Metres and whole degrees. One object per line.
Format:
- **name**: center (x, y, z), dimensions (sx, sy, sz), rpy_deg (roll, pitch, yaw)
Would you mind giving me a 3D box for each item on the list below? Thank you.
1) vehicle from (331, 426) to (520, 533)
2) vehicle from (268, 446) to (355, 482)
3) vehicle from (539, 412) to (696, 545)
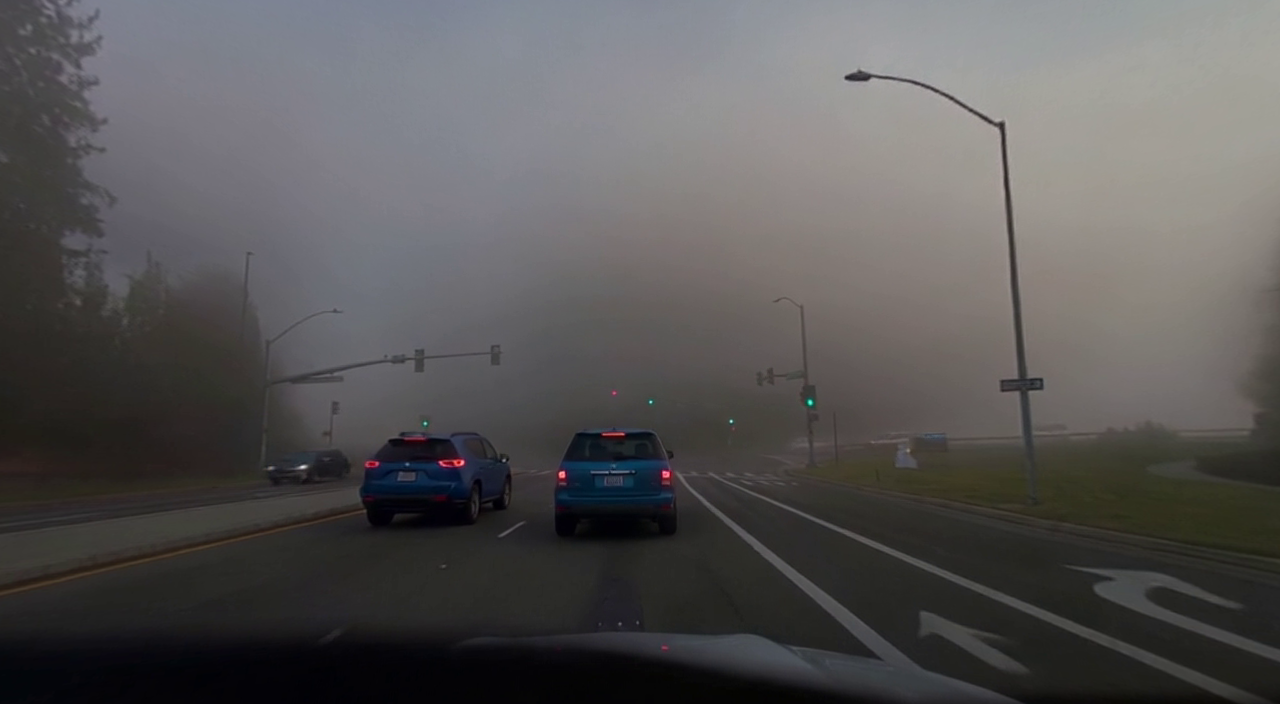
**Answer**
- **vehicle**: center (-3.822, 2.347, 12.254), dimensions (2.009, 1.673, 4.454), rpy_deg (0, -8, 1)
- **vehicle**: center (-16.059, 5.511, 31.187), dimensions (2.003, 1.653, 4.388), rpy_deg (0, -10, -2)
- **vehicle**: center (-0.268, 2.098, 11.187), dimensions (2.131, 1.793, 5.016), rpy_deg (0, -8, 1)
